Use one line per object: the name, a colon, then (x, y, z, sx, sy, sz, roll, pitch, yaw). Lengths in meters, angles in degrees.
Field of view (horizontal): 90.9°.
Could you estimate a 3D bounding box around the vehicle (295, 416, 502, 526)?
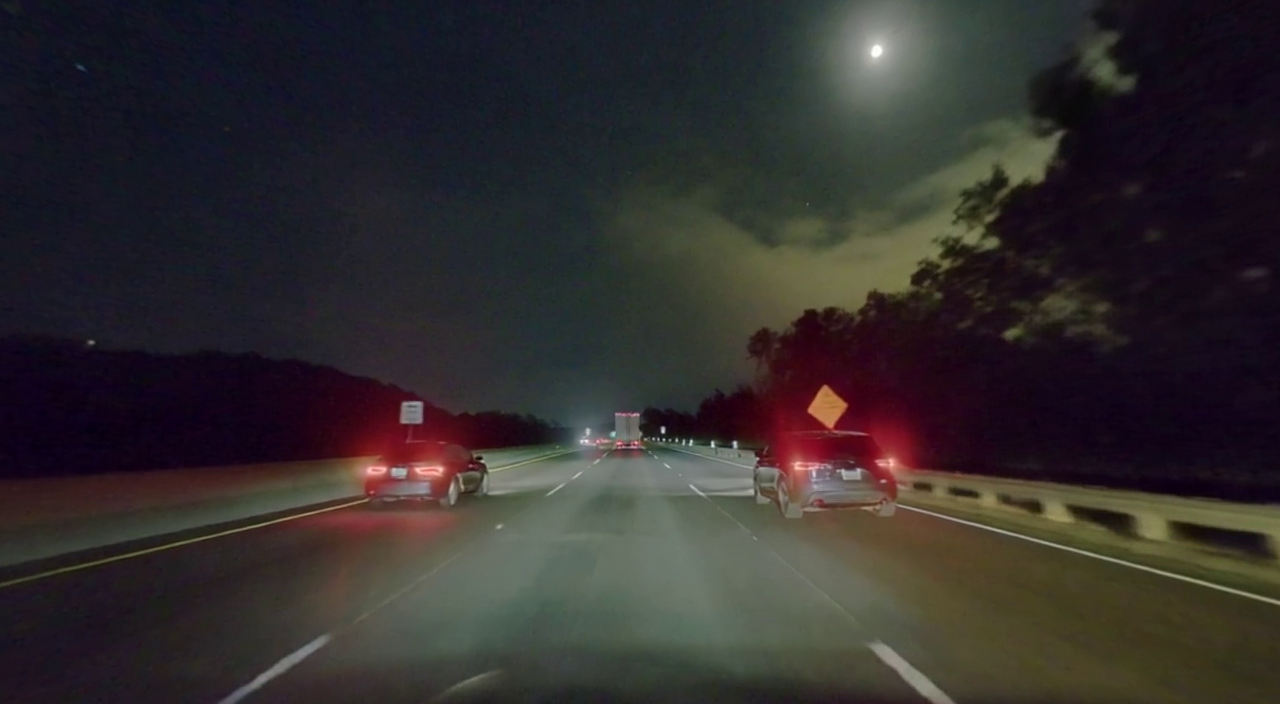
vehicle: (-4.220, 2.139, 12.055, 2.123, 1.655, 4.688, 0, -8, 0)
